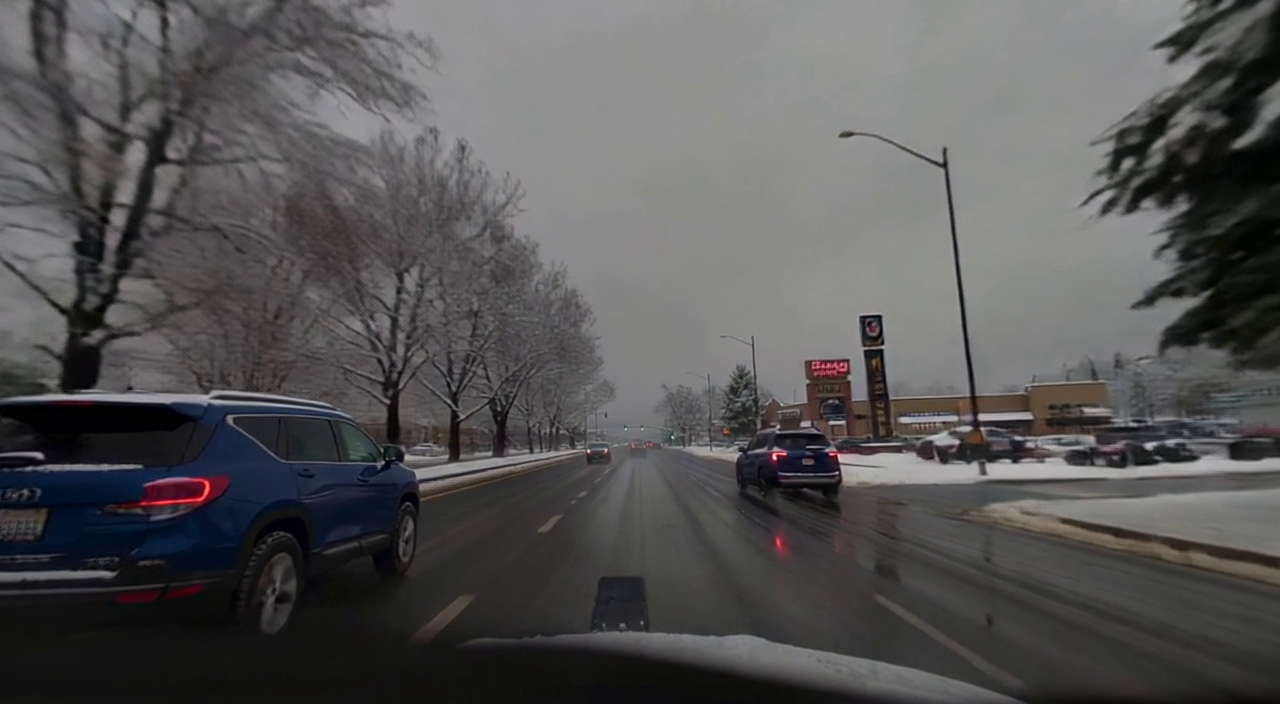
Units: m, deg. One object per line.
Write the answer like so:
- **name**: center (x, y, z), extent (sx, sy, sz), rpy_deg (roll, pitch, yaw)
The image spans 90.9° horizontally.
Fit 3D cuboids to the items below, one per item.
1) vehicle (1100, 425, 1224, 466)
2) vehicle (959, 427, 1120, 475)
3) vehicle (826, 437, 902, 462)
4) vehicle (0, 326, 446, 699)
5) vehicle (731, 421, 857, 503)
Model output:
- **vehicle**: center (24.824, 4.486, 30.265), extent (1.910, 1.785, 4.862), rpy_deg (0, -8, 3)
- **vehicle**: center (14.911, 3.729, 23.776), extent (4.647, 1.725, 1.991), rpy_deg (0, -8, 1)
- **vehicle**: center (13.961, 6.088, 39.390), extent (4.040, 1.497, 1.702), rpy_deg (0, -8, -1)
- **vehicle**: center (-3.632, 1.165, 5.728), extent (2.210, 1.925, 4.838), rpy_deg (0, -8, 0)
- **vehicle**: center (3.703, 2.753, 16.129), extent (2.024, 1.773, 4.431), rpy_deg (0, -8, -1)
